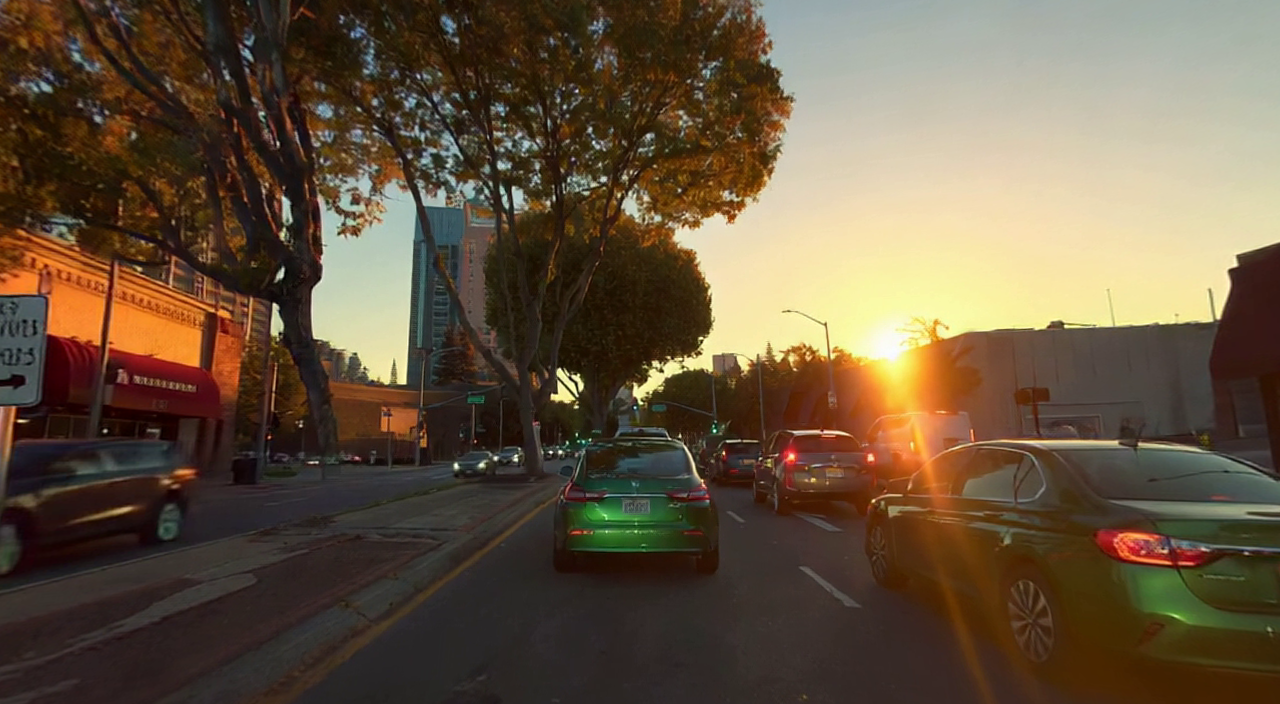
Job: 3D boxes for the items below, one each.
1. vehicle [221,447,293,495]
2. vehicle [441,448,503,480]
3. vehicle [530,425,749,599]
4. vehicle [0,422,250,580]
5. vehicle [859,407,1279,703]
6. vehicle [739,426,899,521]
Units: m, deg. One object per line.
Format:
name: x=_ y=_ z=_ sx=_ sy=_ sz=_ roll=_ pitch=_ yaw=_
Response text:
vehicle: x=-15.894 y=4.836 z=26.117 sx=2.072 sy=1.773 sz=4.329 roll=6 pitch=-10 yaw=-35
vehicle: x=-8.235 y=5.511 z=31.417 sx=1.850 sy=1.417 sz=4.321 roll=0 pitch=-9 yaw=1
vehicle: x=-0.019 y=1.656 z=7.315 sx=1.887 sy=1.487 sz=3.535 roll=0 pitch=-9 yaw=0
vehicle: x=-8.008 y=1.948 z=9.049 sx=2.079 sy=1.695 sz=4.374 roll=0 pitch=-9 yaw=-1
vehicle: x=3.308 y=1.257 z=4.482 sx=1.988 sy=1.480 sz=4.195 roll=0 pitch=-9 yaw=0
vehicle: x=3.529 y=2.486 z=13.414 sx=2.025 sy=1.660 sz=4.263 roll=0 pitch=-9 yaw=-1
